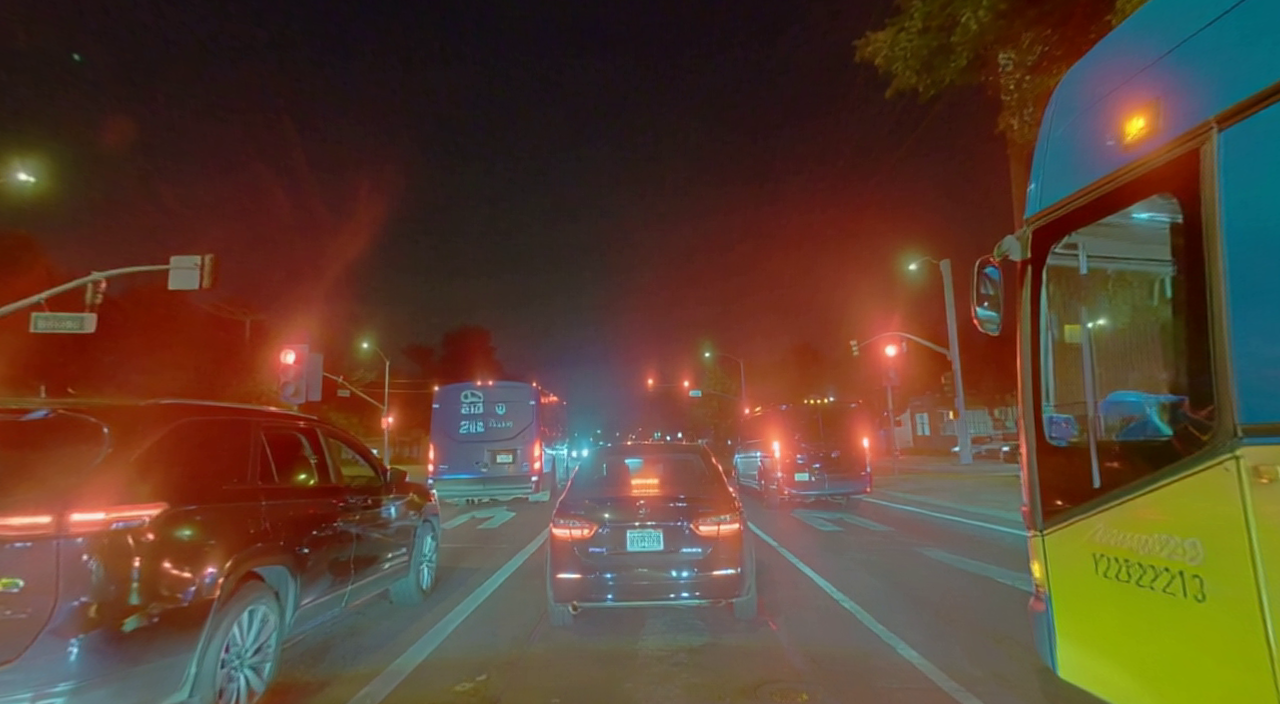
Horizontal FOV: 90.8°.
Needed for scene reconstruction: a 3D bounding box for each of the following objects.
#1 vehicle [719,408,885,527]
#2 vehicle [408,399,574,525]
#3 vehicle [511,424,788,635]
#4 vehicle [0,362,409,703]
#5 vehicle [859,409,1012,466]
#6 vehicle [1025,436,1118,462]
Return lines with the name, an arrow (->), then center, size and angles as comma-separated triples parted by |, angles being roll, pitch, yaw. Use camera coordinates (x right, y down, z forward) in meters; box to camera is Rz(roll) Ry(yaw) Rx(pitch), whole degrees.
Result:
vehicle -> 3.142, 2.401, 13.675 | 2.143, 2.036, 5.367 | 0, -8, 0
vehicle -> -2.942, 2.352, 13.961 | 2.335, 2.221, 5.165 | 0, -8, 1
vehicle -> 0.057, 1.545, 6.412 | 1.976, 1.485, 3.624 | 0, -8, 0
vehicle -> -3.408, 1.180, 4.627 | 1.921, 1.701, 3.989 | 0, -8, -1
vehicle -> 17.586, 5.141, 37.922 | 7.839, 3.213, 2.628 | 0, -8, -3
vehicle -> 25.900, 5.825, 37.991 | 4.229, 1.489, 1.794 | 0, -8, -1
